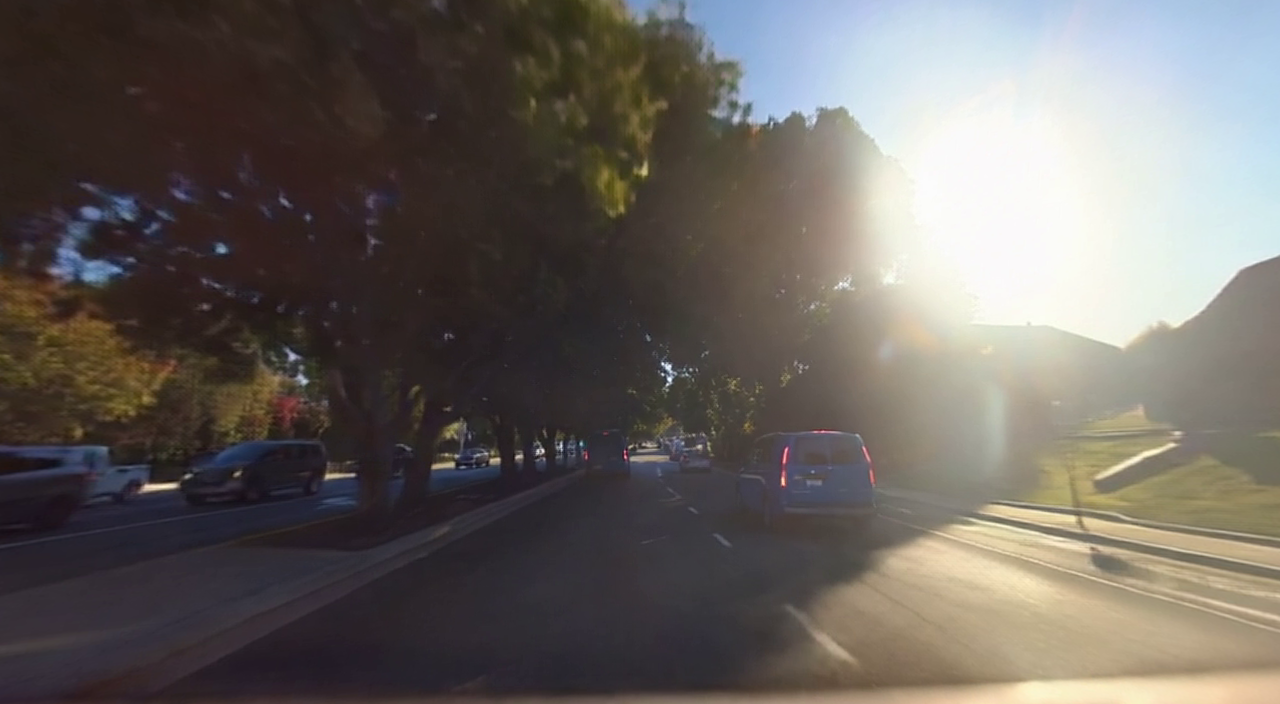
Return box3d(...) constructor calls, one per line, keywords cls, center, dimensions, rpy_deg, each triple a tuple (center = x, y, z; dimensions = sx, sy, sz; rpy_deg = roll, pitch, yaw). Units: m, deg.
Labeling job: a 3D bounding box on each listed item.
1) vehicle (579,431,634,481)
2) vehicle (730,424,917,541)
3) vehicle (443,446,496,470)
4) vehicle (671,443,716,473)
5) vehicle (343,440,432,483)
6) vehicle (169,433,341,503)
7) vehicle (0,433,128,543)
box3d(cls="vehicle", center=(-1.421, 4.671, 28.501), dimensions=(2.228, 2.054, 4.309), rpy_deg=(0, -9, 0))
box3d(cls="vehicle", center=(2.943, 2.201, 11.214), dimensions=(1.965, 1.671, 4.146), rpy_deg=(0, -9, -1))
box3d(cls="vehicle", center=(-11.304, 7.073, 42.227), dimensions=(2.116, 1.481, 4.572), rpy_deg=(0, -9, 2))
box3d(cls="vehicle", center=(3.172, 6.360, 38.063), dimensions=(2.248, 1.692, 4.252), rpy_deg=(0, -9, -1))
box3d(cls="vehicle", center=(-11.360, 4.947, 28.816), dimensions=(2.192, 1.754, 4.569), rpy_deg=(0, -9, -1))
box3d(cls="vehicle", center=(-11.183, 3.406, 18.929), dimensions=(2.091, 1.806, 4.859), rpy_deg=(0, -9, 0))
box3d(cls="vehicle", center=(-10.944, 2.164, 10.147), dimensions=(1.988, 1.689, 4.047), rpy_deg=(0, -9, 0))
